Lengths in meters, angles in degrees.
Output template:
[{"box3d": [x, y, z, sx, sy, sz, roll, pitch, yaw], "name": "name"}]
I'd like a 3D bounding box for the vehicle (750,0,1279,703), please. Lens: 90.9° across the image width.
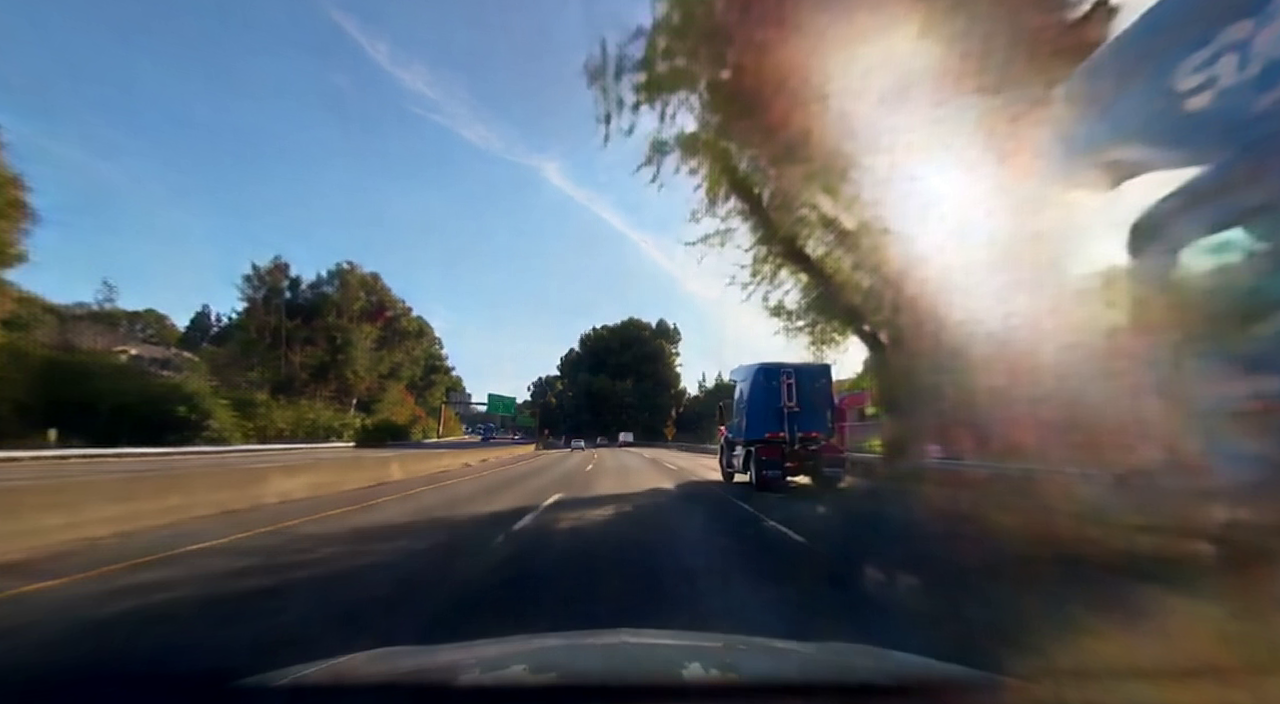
[{"box3d": [3.960, 0.187, 6.440, 2.910, 4.051, 14.278, 0, -8, -1], "name": "vehicle"}]
